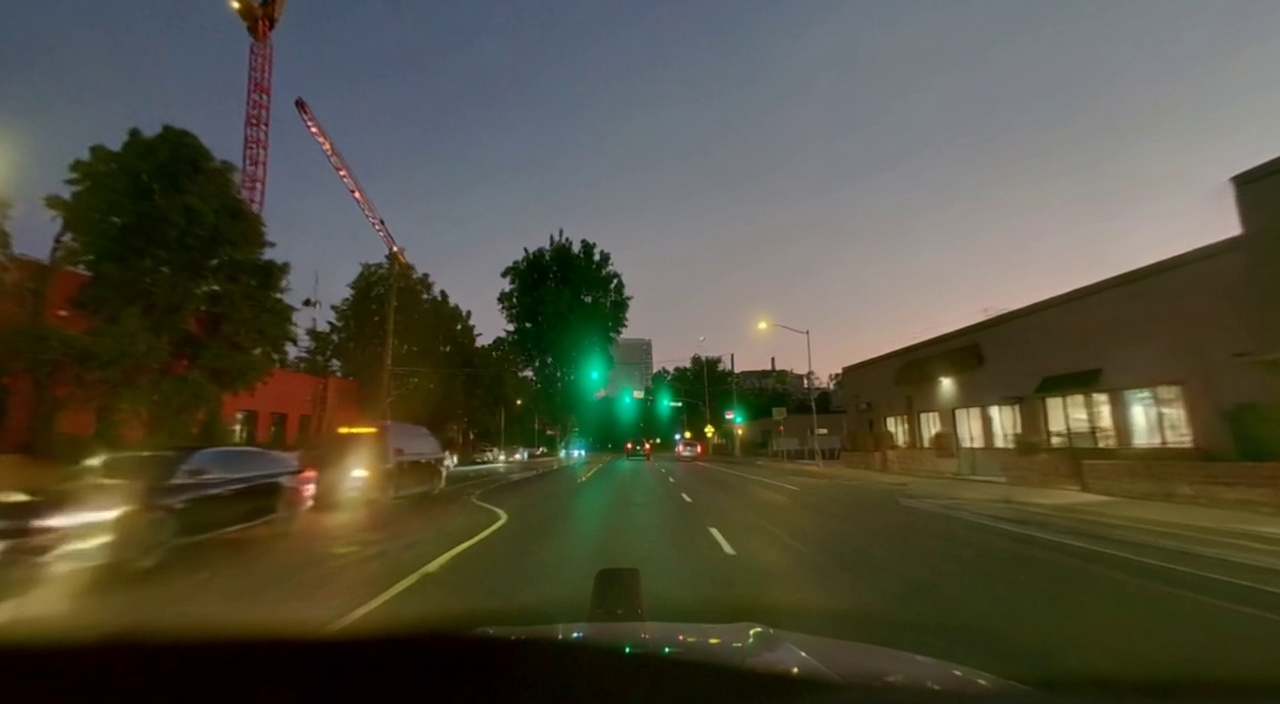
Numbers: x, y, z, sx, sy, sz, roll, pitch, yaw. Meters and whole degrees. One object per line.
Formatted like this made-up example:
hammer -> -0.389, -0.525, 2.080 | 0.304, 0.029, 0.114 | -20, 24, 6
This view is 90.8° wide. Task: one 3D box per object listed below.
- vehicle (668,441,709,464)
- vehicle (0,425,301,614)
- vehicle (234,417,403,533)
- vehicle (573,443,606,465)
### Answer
vehicle -> 3.634, 7.677, 48.546 | 2.427, 1.665, 5.593 | 0, -8, -2
vehicle -> -5.875, 1.656, 7.227 | 1.901, 1.498, 4.359 | 1, -8, -5
vehicle -> -5.977, 2.273, 12.396 | 2.058, 1.751, 4.502 | 0, -8, -16
vehicle -> -3.630, 7.374, 45.879 | 1.962, 1.484, 4.351 | 0, -8, 1
